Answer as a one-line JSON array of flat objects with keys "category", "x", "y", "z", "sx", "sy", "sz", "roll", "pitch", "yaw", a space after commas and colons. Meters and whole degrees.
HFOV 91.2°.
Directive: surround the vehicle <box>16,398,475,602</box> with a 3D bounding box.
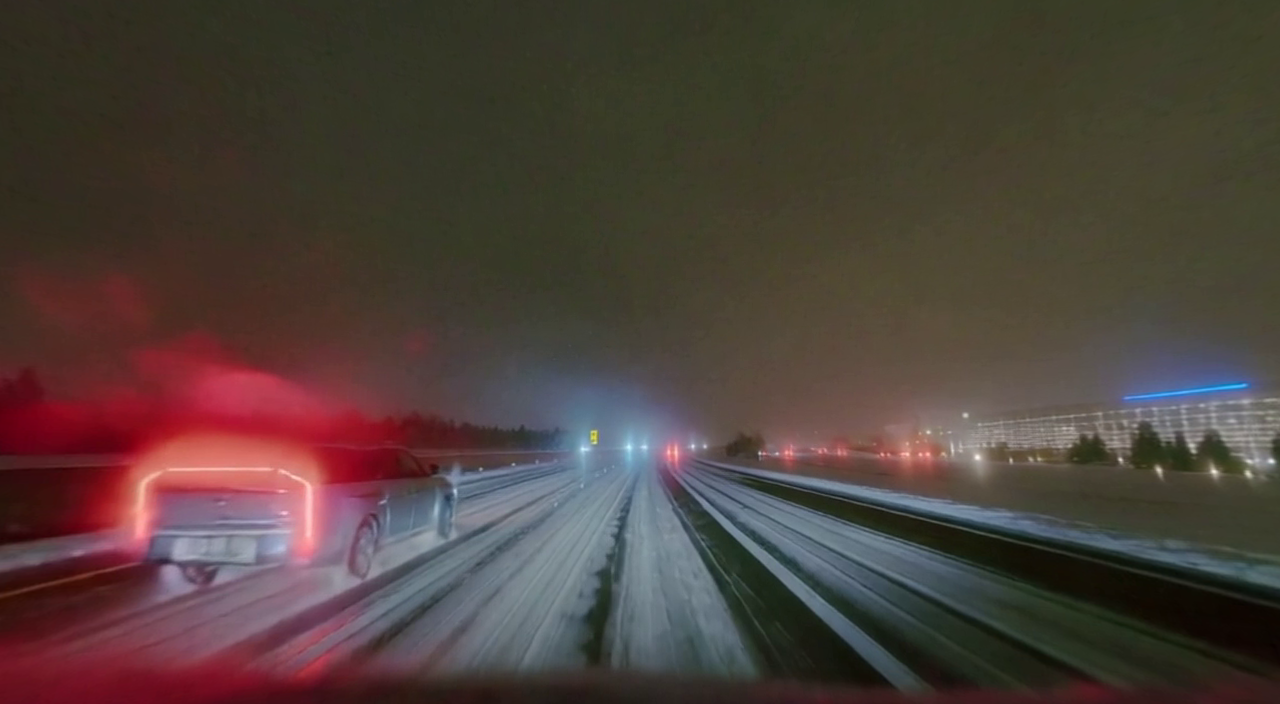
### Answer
[{"category": "vehicle", "x": -3.887, "y": 1.589, "z": 7.641, "sx": 2.327, "sy": 1.647, "sz": 4.908, "roll": 0, "pitch": -9, "yaw": 1}]
